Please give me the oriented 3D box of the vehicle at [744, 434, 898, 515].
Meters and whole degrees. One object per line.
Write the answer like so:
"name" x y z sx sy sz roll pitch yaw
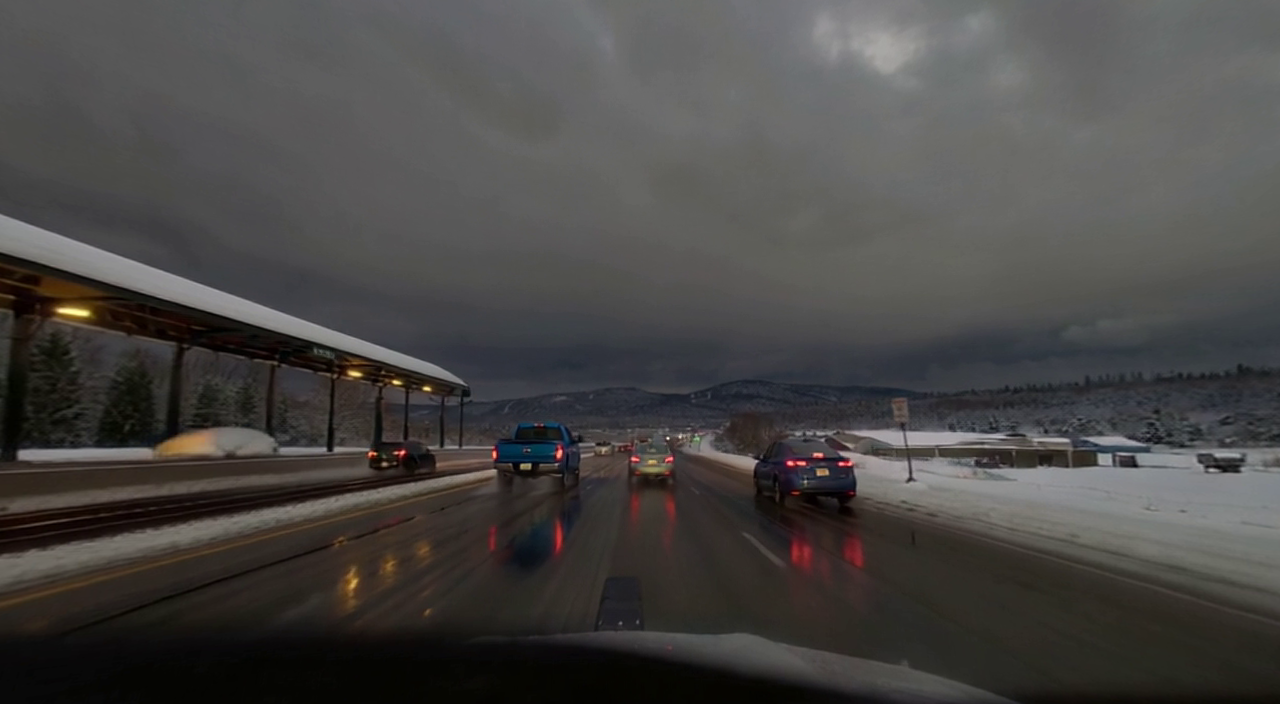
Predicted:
"vehicle" 3.816 2.674 14.315 2.023 1.510 4.773 0 -8 -1

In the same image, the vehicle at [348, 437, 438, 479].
"vehicle" -10.933 4.720 28.308 2.137 1.728 4.665 0 -8 0

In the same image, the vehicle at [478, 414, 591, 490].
"vehicle" -3.381 3.450 22.020 2.733 2.230 6.820 0 -8 0

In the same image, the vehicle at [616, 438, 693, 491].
"vehicle" 0.397 3.510 19.957 2.171 1.493 4.081 0 -8 0

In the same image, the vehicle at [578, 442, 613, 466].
"vehicle" -3.150 7.284 45.348 2.151 1.613 4.786 0 -8 1
